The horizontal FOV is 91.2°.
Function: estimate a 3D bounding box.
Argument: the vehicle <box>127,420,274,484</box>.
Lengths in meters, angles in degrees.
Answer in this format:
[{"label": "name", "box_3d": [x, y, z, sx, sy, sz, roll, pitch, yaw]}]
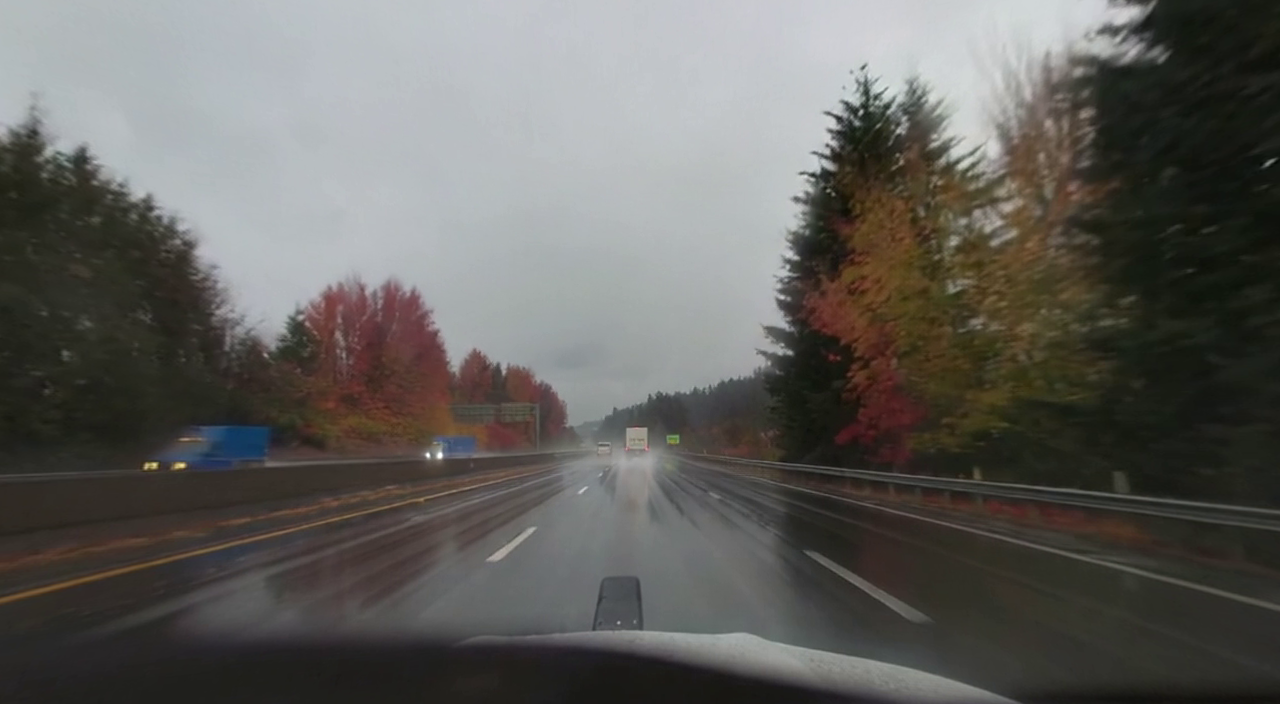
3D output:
[{"label": "vehicle", "box_3d": [-27.742, 6.409, 40.318, 2.815, 3.623, 9.029, 0, -9, 0]}]
